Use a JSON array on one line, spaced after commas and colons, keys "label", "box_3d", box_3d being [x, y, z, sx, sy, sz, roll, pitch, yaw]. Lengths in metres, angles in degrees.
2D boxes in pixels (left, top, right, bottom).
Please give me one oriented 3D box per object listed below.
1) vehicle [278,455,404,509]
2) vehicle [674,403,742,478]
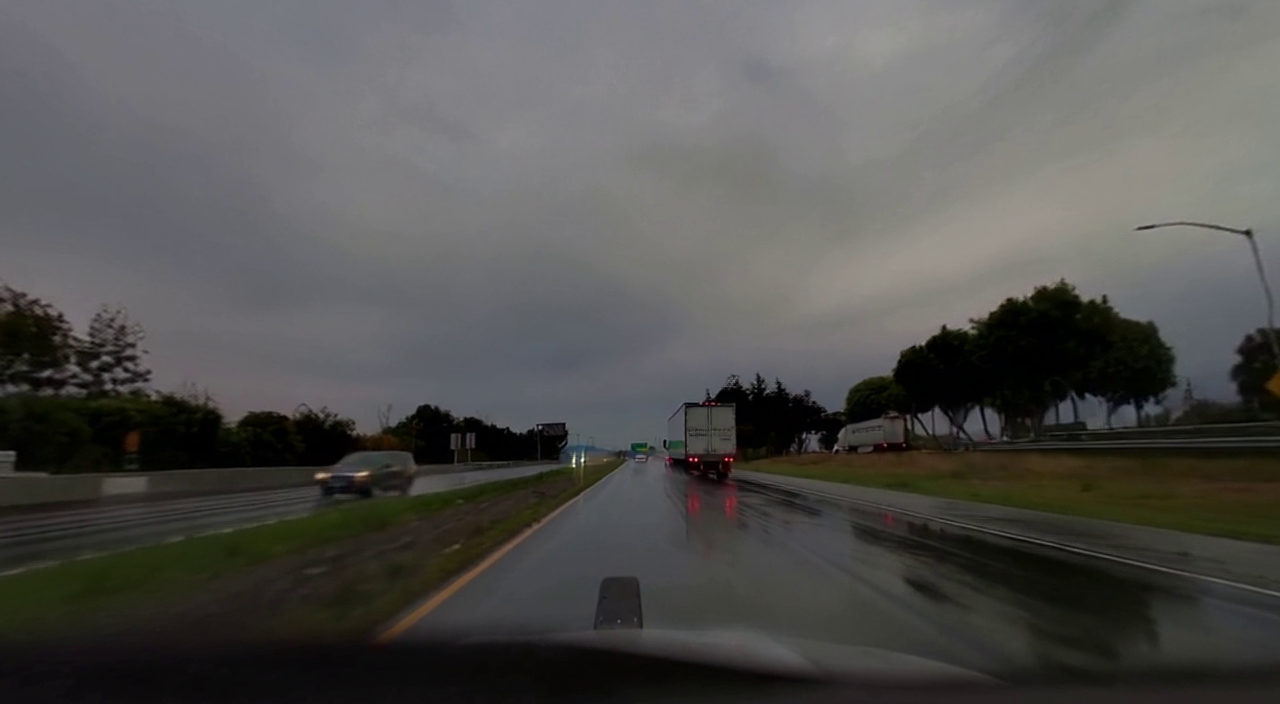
[{"label": "vehicle", "box_3d": [-9.161, 3.987, 19.686, 1.908, 1.448, 4.097, 0, -9, 0]}, {"label": "vehicle", "box_3d": [4.121, 5.895, 41.258, 3.185, 4.154, 12.638, 0, -9, 1]}]
